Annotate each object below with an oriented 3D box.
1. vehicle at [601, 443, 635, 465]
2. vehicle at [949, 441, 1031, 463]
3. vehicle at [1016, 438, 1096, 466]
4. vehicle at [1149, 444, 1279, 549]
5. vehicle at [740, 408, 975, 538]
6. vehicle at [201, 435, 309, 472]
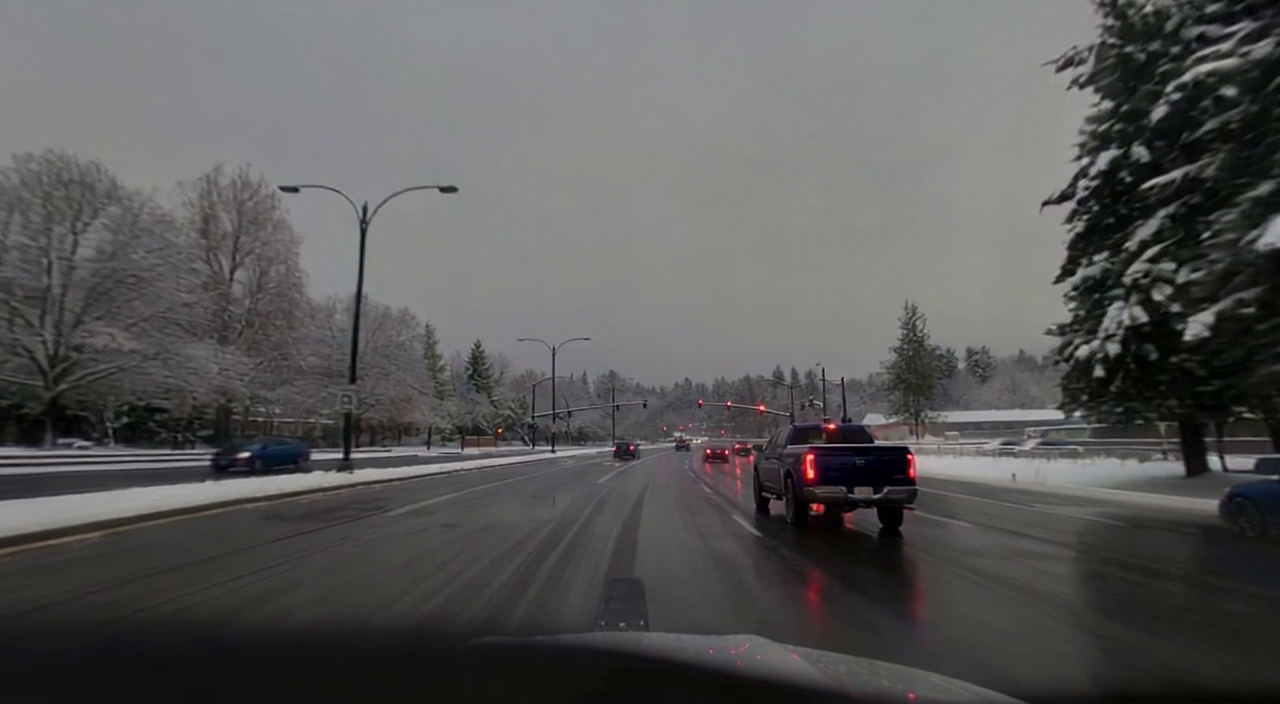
[{"bbox_3d":[-1.557,7.406,45.961,1.958,1.542,4.175,-1,-8,5],"label":"vehicle"},{"bbox_3d":[24.164,6.893,43.537,4.711,1.460,2.149,2,-9,-17],"label":"vehicle"},{"bbox_3d":[25.469,6.124,38.621,3.945,1.618,1.919,3,-9,-18],"label":"vehicle"},{"bbox_3d":[10.296,2.108,9.207,1.963,1.513,4.600,0,-8,2],"label":"vehicle"},{"bbox_3d":[3.460,2.093,11.624,2.333,1.777,5.713,0,-8,0],"label":"vehicle"},{"bbox_3d":[-17.696,4.684,29.288,1.893,1.593,4.575,-1,-8,4],"label":"vehicle"}]
